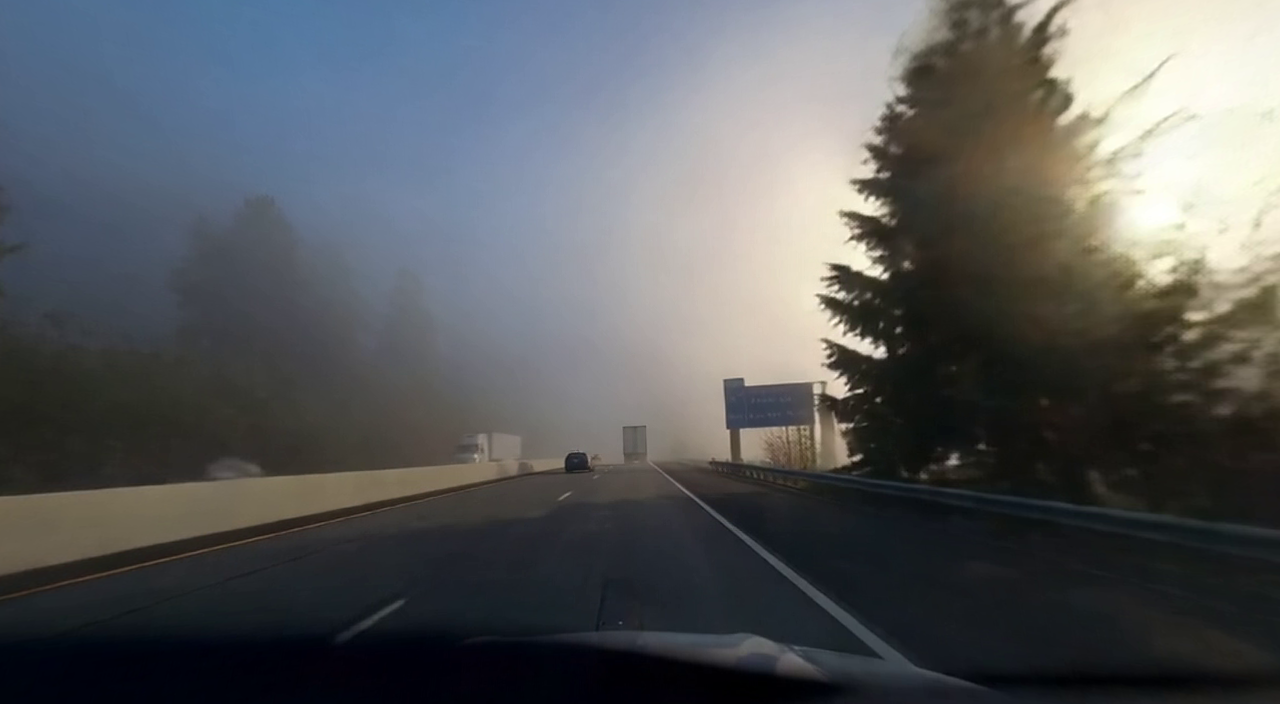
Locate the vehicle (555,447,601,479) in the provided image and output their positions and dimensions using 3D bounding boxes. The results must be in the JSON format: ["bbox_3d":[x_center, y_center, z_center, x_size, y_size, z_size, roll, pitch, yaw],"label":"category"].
[{"bbox_3d":[-3.407,6.204,35.530,2.081,1.682,4.425,0,-9,0],"label":"vehicle"}]

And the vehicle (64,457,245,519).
[{"bbox_3d":[-13.152,3.663,17.470,1.796,1.445,3.995,0,-9,1],"label":"vehicle"}]
